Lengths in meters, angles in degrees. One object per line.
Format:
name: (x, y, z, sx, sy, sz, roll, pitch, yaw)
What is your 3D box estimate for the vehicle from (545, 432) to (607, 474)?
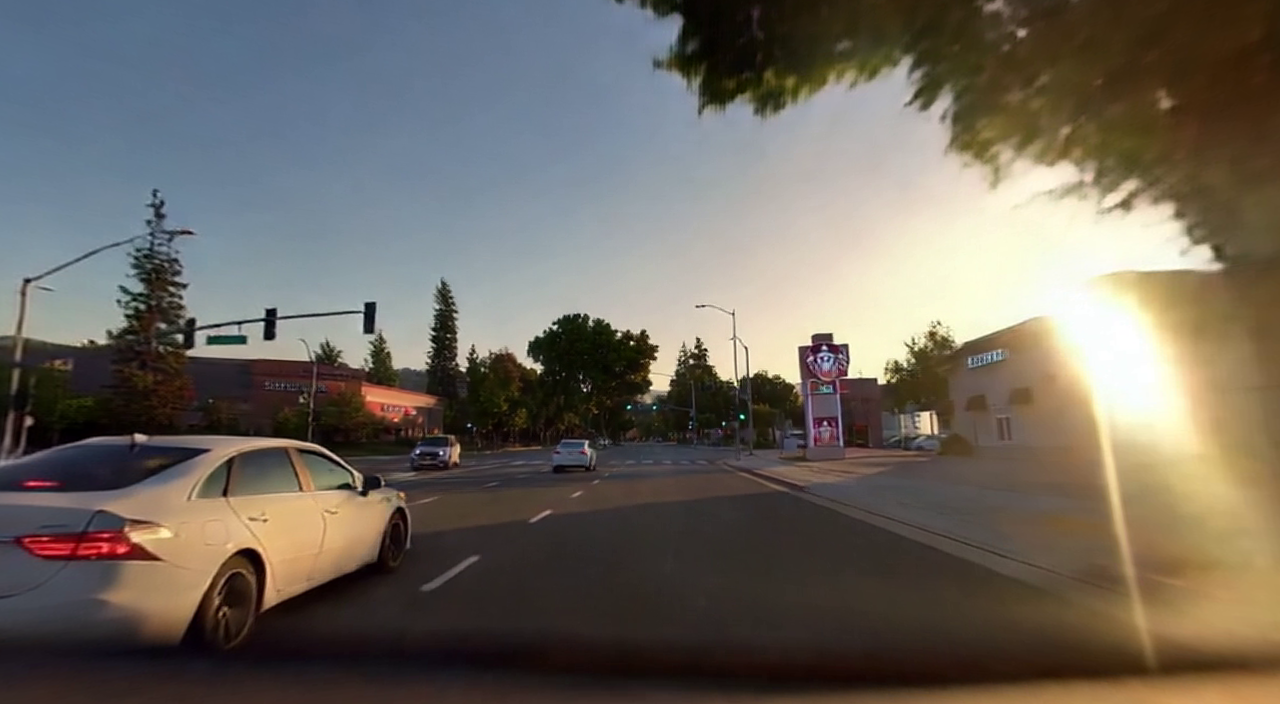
vehicle: (-2.733, 4.484, 28.132, 2.109, 1.692, 4.220, -1, -8, 3)

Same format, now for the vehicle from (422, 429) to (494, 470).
vehicle: (-9.064, 4.913, 31.908, 2.030, 1.906, 4.661, -1, -8, 3)

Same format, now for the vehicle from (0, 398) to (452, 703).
vehicle: (-3.191, 1.266, 4.931, 2.018, 1.477, 4.401, 0, -8, 1)
